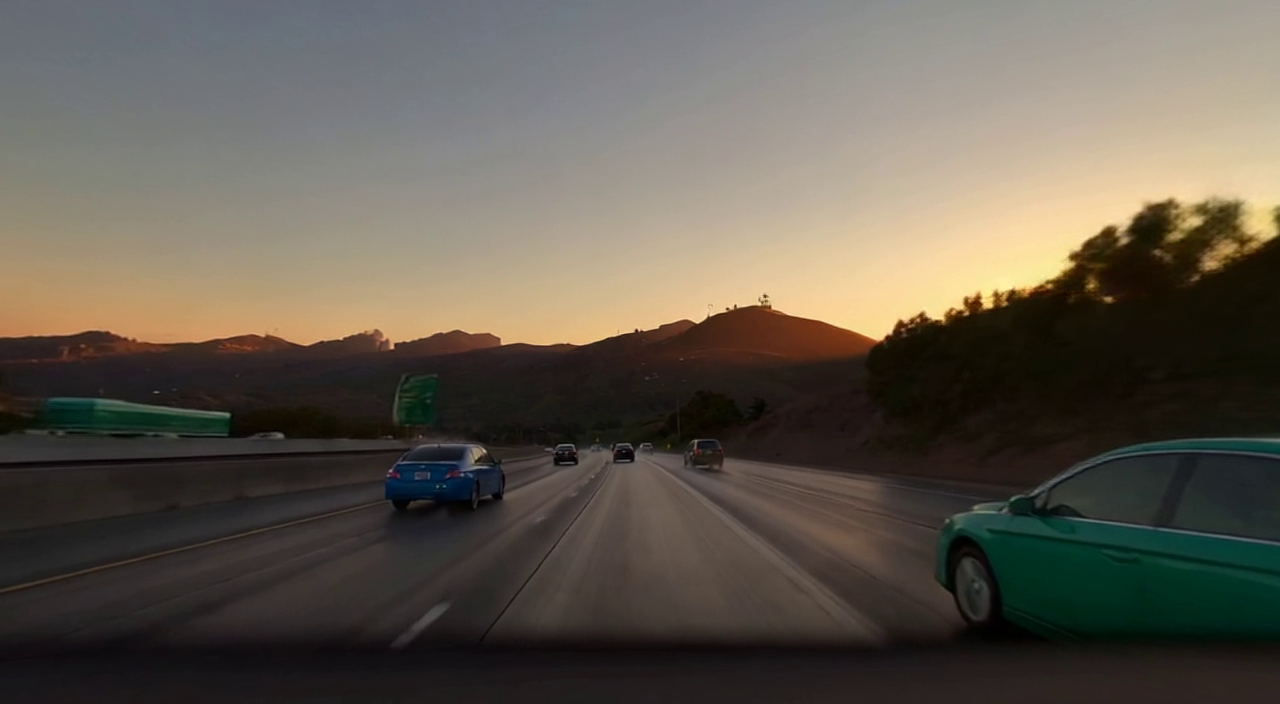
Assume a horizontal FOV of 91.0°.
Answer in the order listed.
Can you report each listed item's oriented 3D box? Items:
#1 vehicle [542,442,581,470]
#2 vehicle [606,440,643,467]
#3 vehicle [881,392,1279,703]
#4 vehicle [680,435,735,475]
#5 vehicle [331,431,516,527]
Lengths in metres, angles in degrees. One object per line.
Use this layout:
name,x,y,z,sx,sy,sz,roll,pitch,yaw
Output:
vehicle,-4.393,5.880,35.810,1.796,1.464,3.839,0,-9,-1
vehicle,-0.955,6.253,38.906,2.147,1.572,4.094,0,-9,-1
vehicle,3.257,1.074,3.250,2.136,1.511,4.706,0,-9,0
vehicle,3.313,5.201,32.001,2.222,1.820,4.733,0,-9,-1
vehicle,-3.858,2.339,12.149,1.993,1.500,4.248,0,-9,1
